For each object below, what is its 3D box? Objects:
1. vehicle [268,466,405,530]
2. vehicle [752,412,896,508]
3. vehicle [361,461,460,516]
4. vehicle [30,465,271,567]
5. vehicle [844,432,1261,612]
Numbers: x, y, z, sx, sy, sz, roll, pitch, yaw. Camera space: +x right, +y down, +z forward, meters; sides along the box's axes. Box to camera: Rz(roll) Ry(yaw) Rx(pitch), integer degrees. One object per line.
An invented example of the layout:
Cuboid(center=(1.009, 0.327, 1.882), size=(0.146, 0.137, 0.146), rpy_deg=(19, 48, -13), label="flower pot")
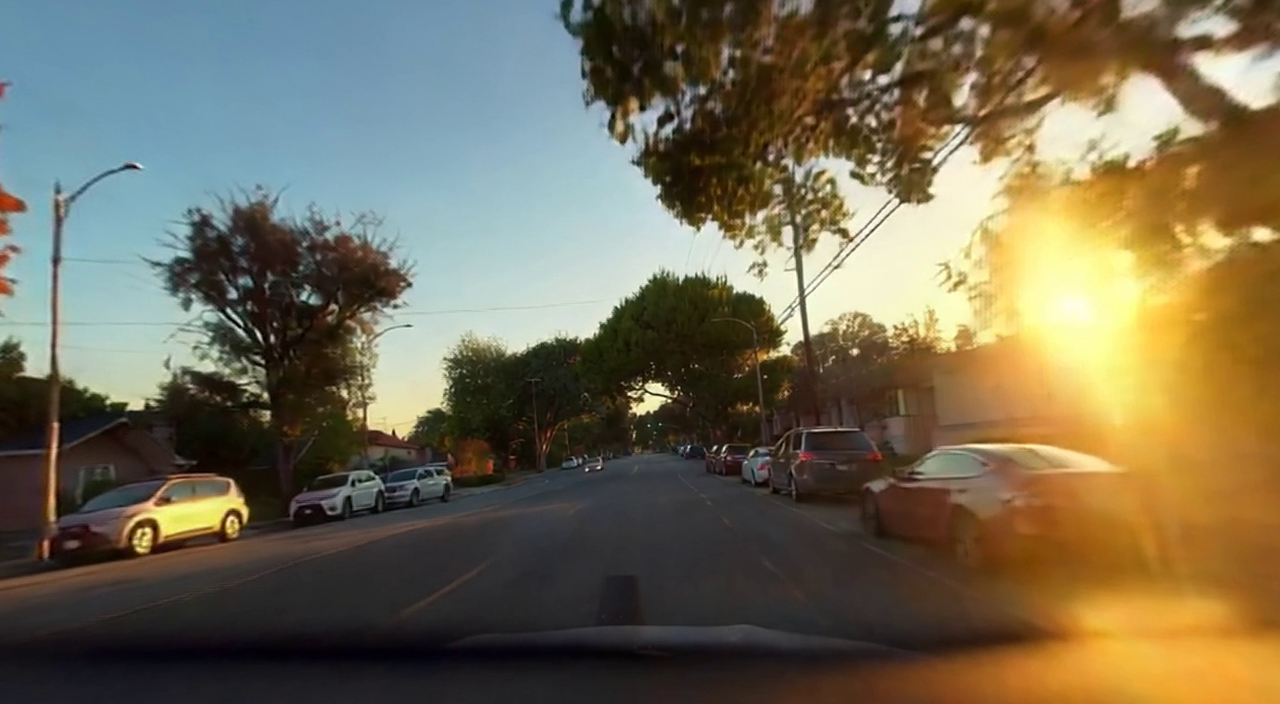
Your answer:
Cuboid(center=(-10.719, 5.164, 22.933), size=(2.089, 1.837, 5.499), rpy_deg=(-1, -8, 2), label="vehicle")
Cuboid(center=(4.672, 2.879, 17.212), size=(2.330, 2.160, 5.550), rpy_deg=(0, -8, 1), label="vehicle")
Cuboid(center=(-10.291, 6.130, 28.955), size=(2.282, 2.060, 5.738), rpy_deg=(0, -8, 1), label="vehicle")
Cuboid(center=(-10.972, 3.629, 14.727), size=(1.937, 1.837, 4.414), rpy_deg=(-1, -8, 2), label="vehicle")
Cuboid(center=(4.332, 1.845, 7.974), size=(1.927, 1.483, 5.100), rpy_deg=(-1, -9, 2), label="vehicle")
